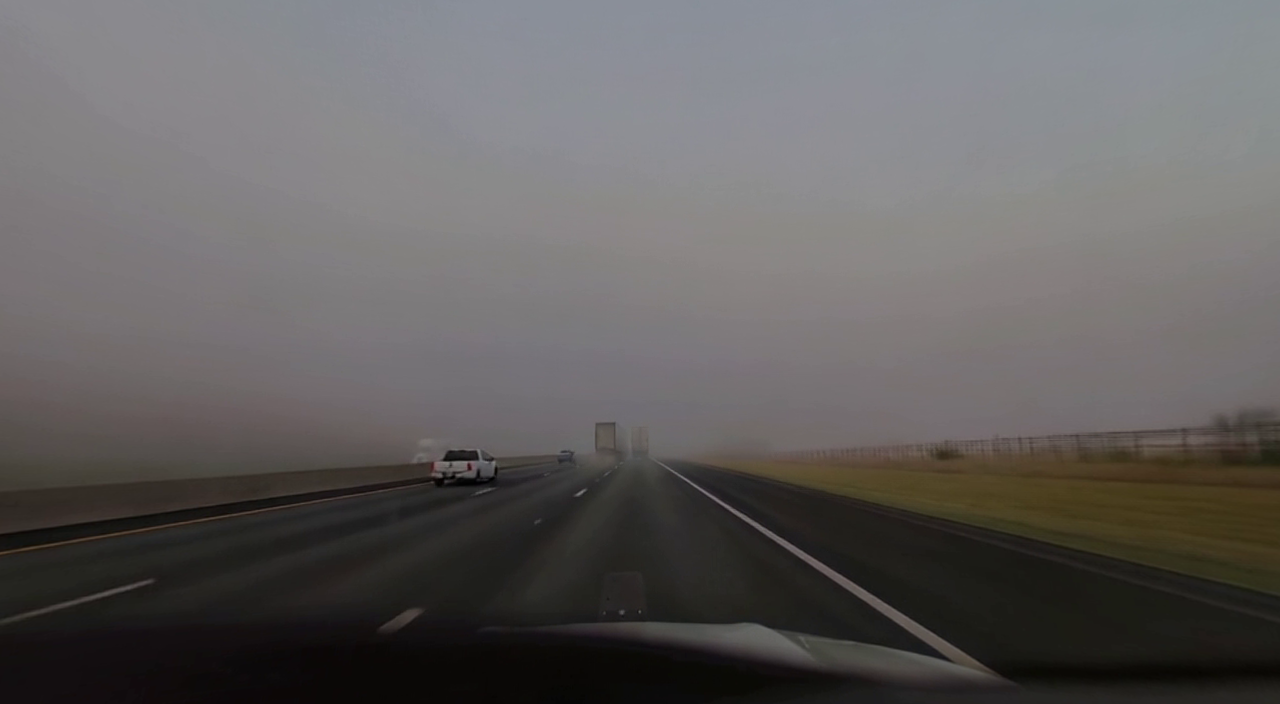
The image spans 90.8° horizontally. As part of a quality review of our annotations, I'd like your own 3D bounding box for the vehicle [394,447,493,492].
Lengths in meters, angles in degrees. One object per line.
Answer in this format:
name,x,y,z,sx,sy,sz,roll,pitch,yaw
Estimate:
vehicle,-7.090,4.294,23.435,2.036,1.474,5.011,0,-9,0
